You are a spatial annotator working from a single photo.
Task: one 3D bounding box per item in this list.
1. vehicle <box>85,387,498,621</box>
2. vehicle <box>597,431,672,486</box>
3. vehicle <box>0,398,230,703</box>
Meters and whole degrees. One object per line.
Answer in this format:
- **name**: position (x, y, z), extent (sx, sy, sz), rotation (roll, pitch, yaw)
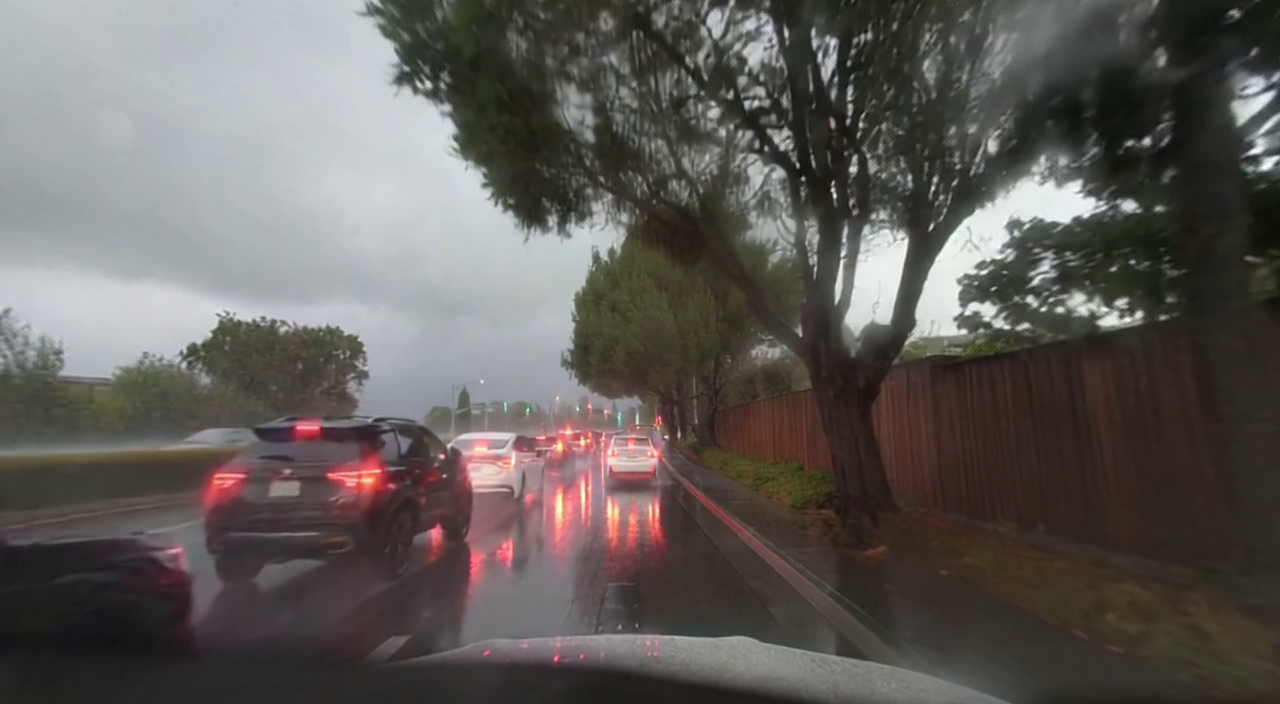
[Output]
- **vehicle**: position (-3.086, 1.439, 6.913), extent (1.999, 1.727, 4.340), rotation (0, -8, 0)
- **vehicle**: position (-0.136, 3.131, 18.794), extent (1.995, 1.460, 3.865), rotation (0, -8, 0)
- **vehicle**: position (-3.030, 0.729, 0.893), extent (1.966, 1.472, 4.305), rotation (0, -8, 0)
